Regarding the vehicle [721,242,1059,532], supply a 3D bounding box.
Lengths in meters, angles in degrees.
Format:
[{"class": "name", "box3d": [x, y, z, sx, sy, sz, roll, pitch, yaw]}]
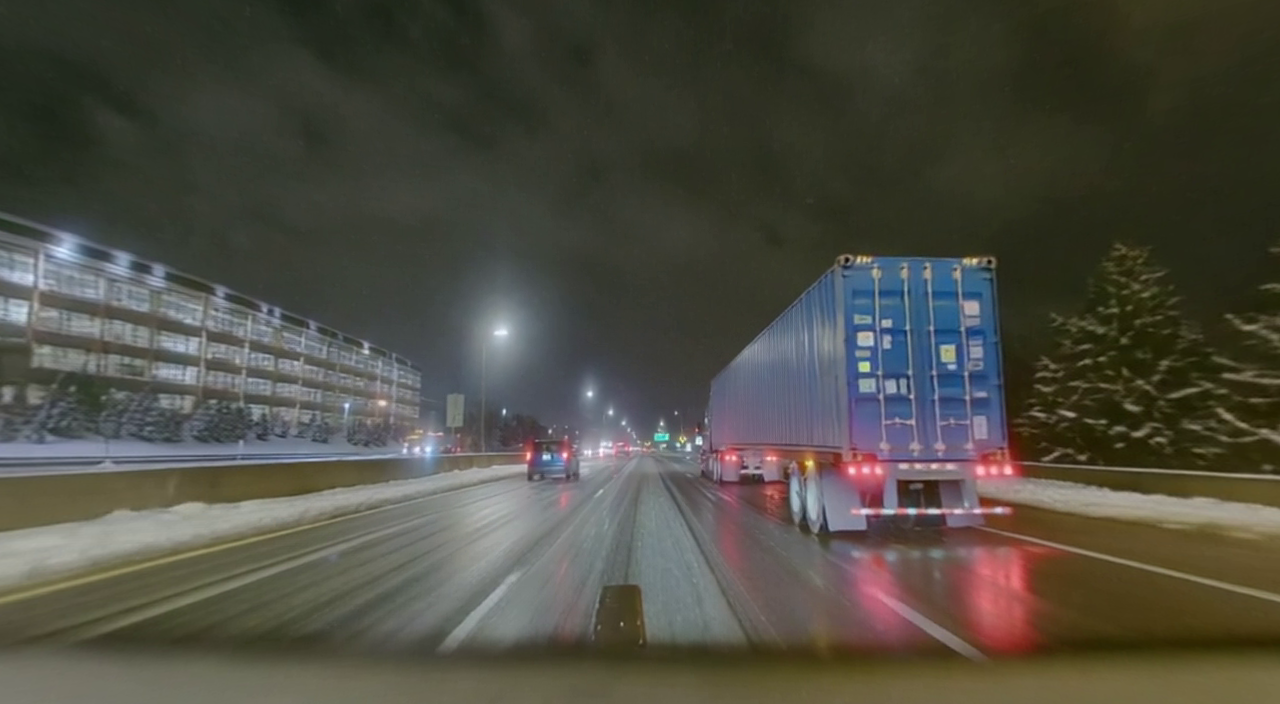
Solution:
[{"class": "vehicle", "box3d": [4.209, 1.420, 15.371, 2.893, 3.992, 13.605, 0, -9, 1]}]

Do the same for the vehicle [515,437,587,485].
[{"class": "vehicle", "box3d": [-3.073, 3.848, 22.467, 1.954, 1.528, 4.010, 0, -9, 0]}]
